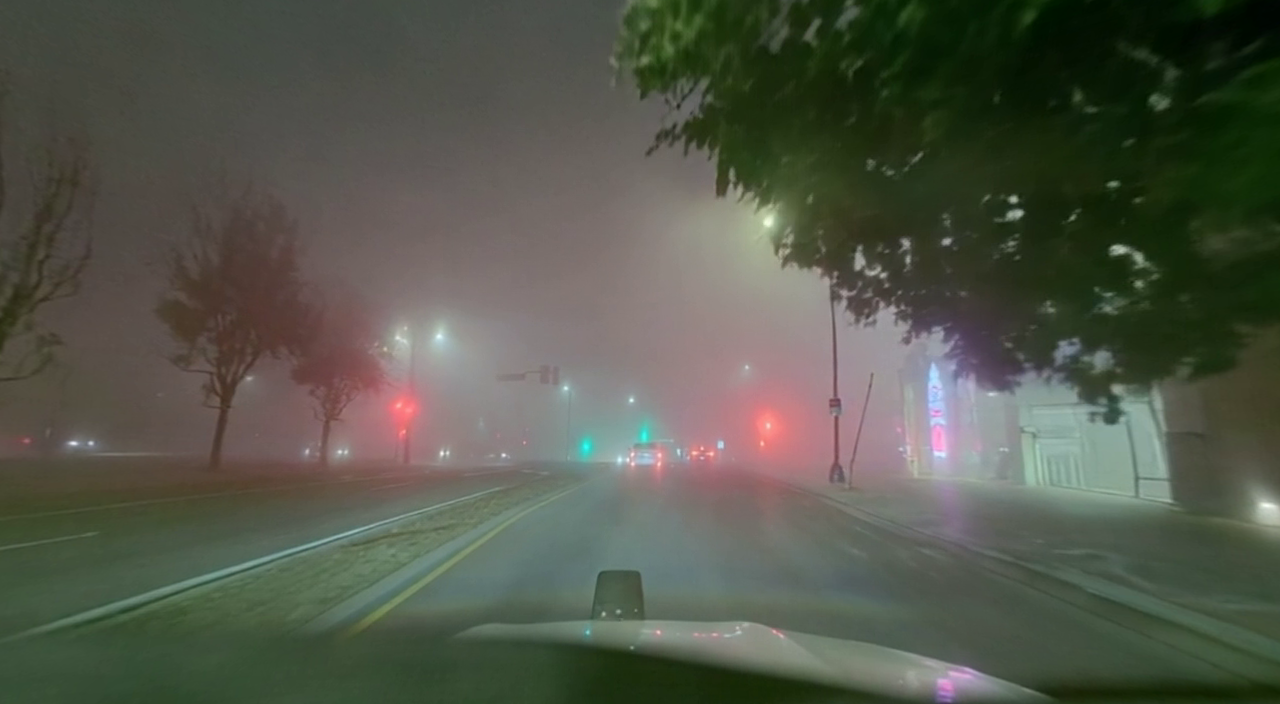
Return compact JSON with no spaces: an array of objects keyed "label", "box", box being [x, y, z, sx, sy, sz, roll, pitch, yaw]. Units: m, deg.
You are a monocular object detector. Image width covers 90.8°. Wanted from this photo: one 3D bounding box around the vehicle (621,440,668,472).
[{"label":"vehicle","box":[0.307,5.255,32.021,2.173,1.479,4.264,-1,-9,4]}]
